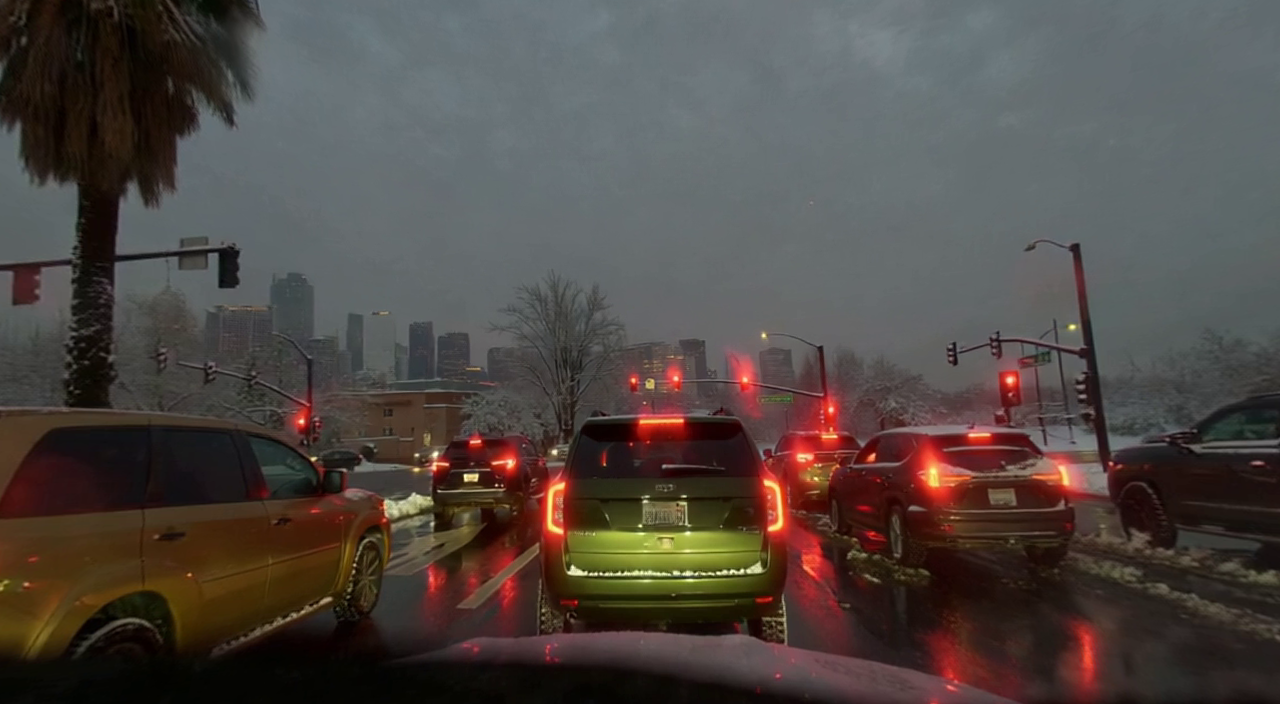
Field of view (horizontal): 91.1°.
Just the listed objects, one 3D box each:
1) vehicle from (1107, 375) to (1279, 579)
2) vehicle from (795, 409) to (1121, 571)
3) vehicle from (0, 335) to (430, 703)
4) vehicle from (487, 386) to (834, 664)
[{"bbox_3d":[7.273,1.082,5.259,2.337,1.925,5.728,0,-9,1],"label":"vehicle"},{"bbox_3d":[4.011,1.848,9.290,2.072,1.704,5.170,0,-9,-1],"label":"vehicle"},{"bbox_3d":[-3.156,1.085,3.891,2.171,1.702,4.416,0,-9,0],"label":"vehicle"},{"bbox_3d":[0.154,1.371,6.013,2.123,1.704,4.128,0,-9,1],"label":"vehicle"}]
